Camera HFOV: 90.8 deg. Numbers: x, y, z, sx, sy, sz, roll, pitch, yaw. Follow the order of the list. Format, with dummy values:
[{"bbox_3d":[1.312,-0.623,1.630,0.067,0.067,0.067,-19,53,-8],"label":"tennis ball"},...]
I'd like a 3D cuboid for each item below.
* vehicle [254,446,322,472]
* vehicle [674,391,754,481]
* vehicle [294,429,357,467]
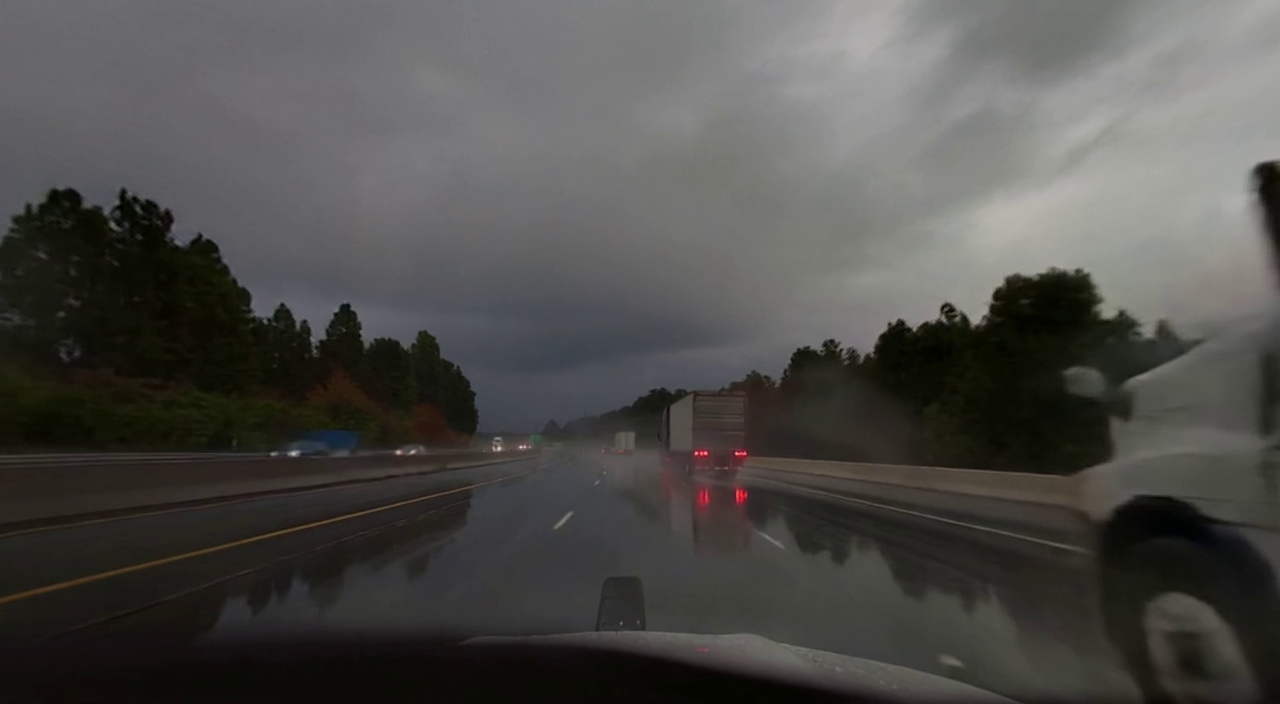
[{"bbox_3d":[-21.935,6.666,39.522,1.803,1.519,4.483,0,-9,-2],"label":"vehicle"},{"bbox_3d":[3.569,4.460,32.837,2.826,4.035,8.369,0,-9,-2],"label":"vehicle"},{"bbox_3d":[-22.339,6.852,44.995,2.239,2.511,4.301,0,-9,-1],"label":"vehicle"}]
